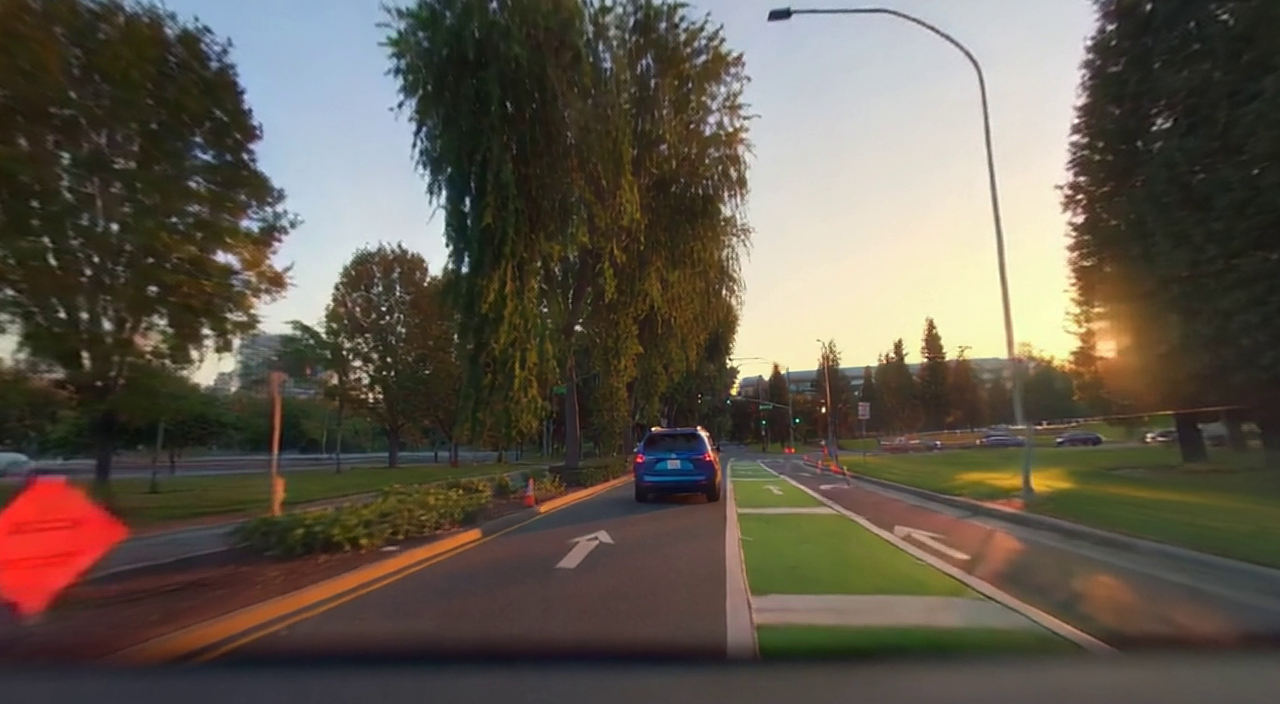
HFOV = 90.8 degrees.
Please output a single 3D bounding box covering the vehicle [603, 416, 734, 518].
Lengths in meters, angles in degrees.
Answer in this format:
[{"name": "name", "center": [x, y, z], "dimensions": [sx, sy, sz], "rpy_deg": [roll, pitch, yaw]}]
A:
[{"name": "vehicle", "center": [0.779, 2.409, 13.654], "dimensions": [2.339, 1.790, 4.629], "rpy_deg": [-1, -9, 7]}]
